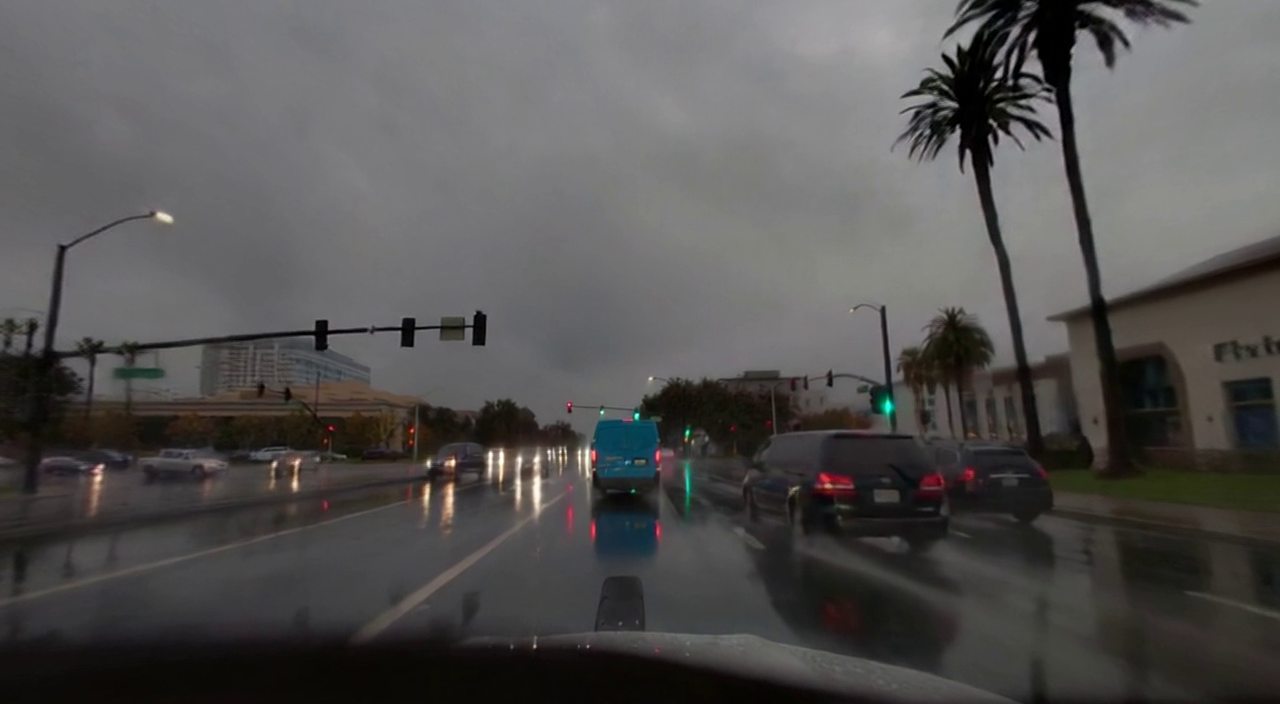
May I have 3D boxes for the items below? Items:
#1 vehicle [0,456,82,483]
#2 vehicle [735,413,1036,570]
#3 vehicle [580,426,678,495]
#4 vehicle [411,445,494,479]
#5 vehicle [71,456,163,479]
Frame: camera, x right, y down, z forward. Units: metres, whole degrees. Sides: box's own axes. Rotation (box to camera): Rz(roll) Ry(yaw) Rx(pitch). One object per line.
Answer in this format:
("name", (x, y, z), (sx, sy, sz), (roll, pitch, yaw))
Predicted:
("vehicle", (-41.084, 7.941, 42.795), (4.485, 1.732, 2.120), (0, -9, -1))
("vehicle", (3.142, 1.935, 9.615), (2.462, 1.736, 4.899), (0, -9, -2))
("vehicle", (-0.449, 3.609, 21.422), (2.848, 1.991, 5.706), (0, -9, -3))
("vehicle", (-10.074, 5.833, 33.795), (4.681, 1.653, 2.109), (-8, -12, 43))
("vehicle", (-38.764, 8.552, 46.951), (4.644, 1.622, 2.315), (0, -9, -3))
